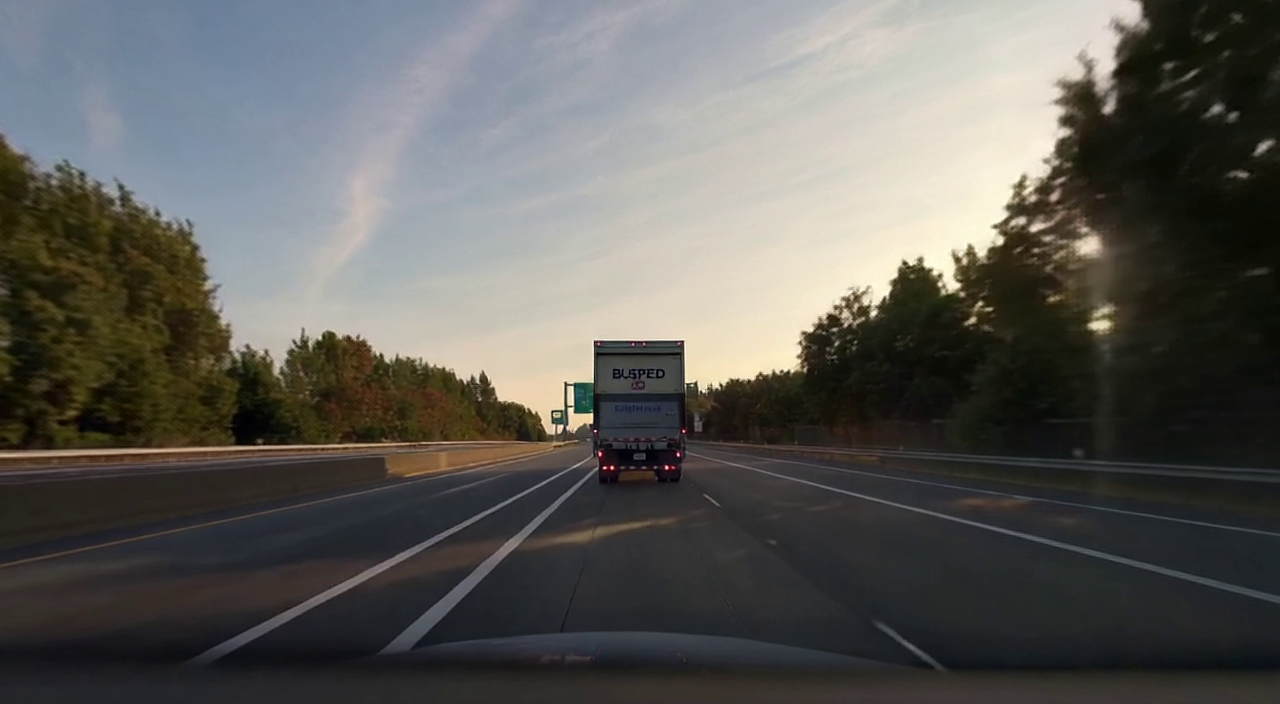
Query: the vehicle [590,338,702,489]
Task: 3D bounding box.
[{"bbox_3d":[0.057,2.158,20.668,2.870,3.911,8.697,0,-8,-1],"label":"vehicle"}]
